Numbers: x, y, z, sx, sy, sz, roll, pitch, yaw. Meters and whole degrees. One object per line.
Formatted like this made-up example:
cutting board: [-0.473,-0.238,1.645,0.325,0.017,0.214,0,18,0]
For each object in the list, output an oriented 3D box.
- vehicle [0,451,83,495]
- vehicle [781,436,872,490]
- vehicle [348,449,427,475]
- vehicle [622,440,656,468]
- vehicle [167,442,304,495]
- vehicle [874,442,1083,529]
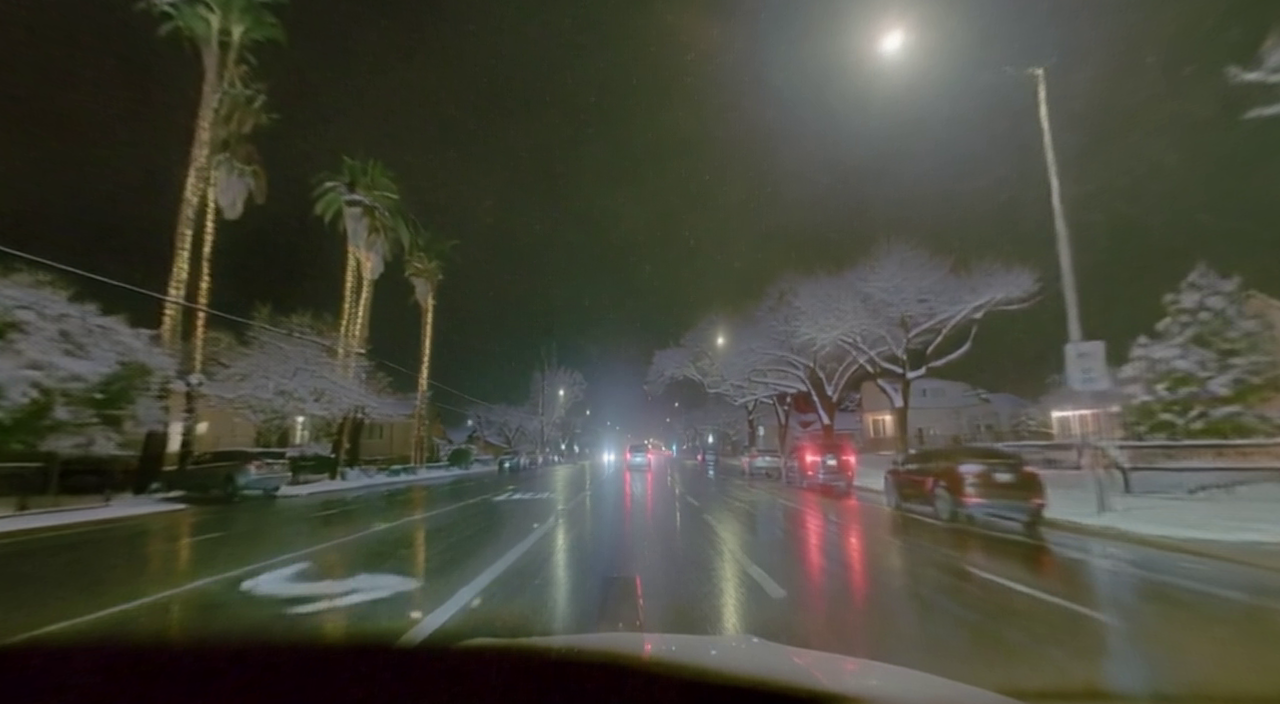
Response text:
vehicle: [-25.890,5.145,26.822,1.914,1.662,3.657,0,-11,-18]
vehicle: [6.993,4.191,24.383,2.035,1.822,5.449,-1,-8,2]
vehicle: [-17.720,7.696,44.408,4.683,1.686,1.950,-1,-8,2]
vehicle: [-0.103,7.122,44.311,2.248,1.833,4.798,0,-8,-1]
vehicle: [-16.782,4.810,26.639,2.185,1.993,5.054,-1,-8,4]
vehicle: [6.841,2.697,13.534,1.947,1.505,4.759,-1,-8,2]
